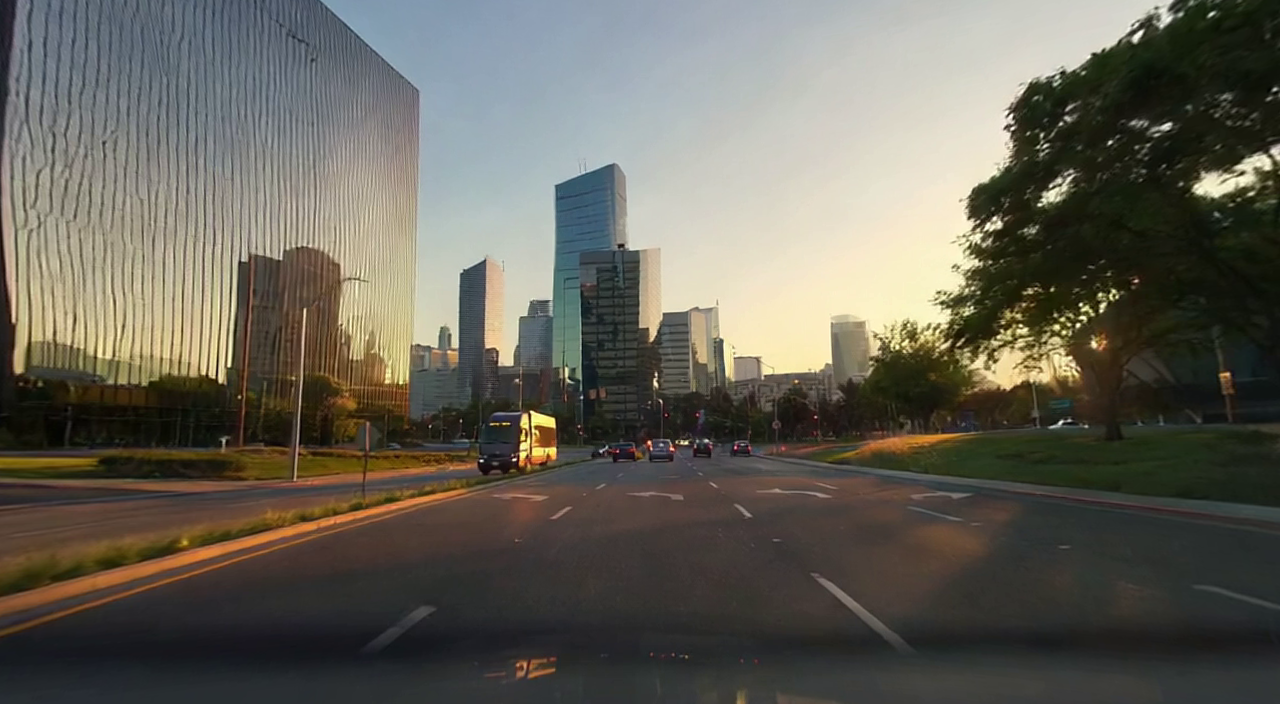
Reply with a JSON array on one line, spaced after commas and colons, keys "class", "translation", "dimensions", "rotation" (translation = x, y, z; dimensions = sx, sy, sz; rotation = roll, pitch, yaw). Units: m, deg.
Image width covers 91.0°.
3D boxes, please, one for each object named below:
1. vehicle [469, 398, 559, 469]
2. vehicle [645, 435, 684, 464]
[{"class": "vehicle", "translation": [-7.683, 5.381, 40.558], "dimensions": [3.065, 3.928, 11.252], "rotation": [0, -9, 2]}, {"class": "vehicle", "translation": [1.737, 6.890, 44.435], "dimensions": [2.601, 1.878, 4.535], "rotation": [0, -9, 2]}]
